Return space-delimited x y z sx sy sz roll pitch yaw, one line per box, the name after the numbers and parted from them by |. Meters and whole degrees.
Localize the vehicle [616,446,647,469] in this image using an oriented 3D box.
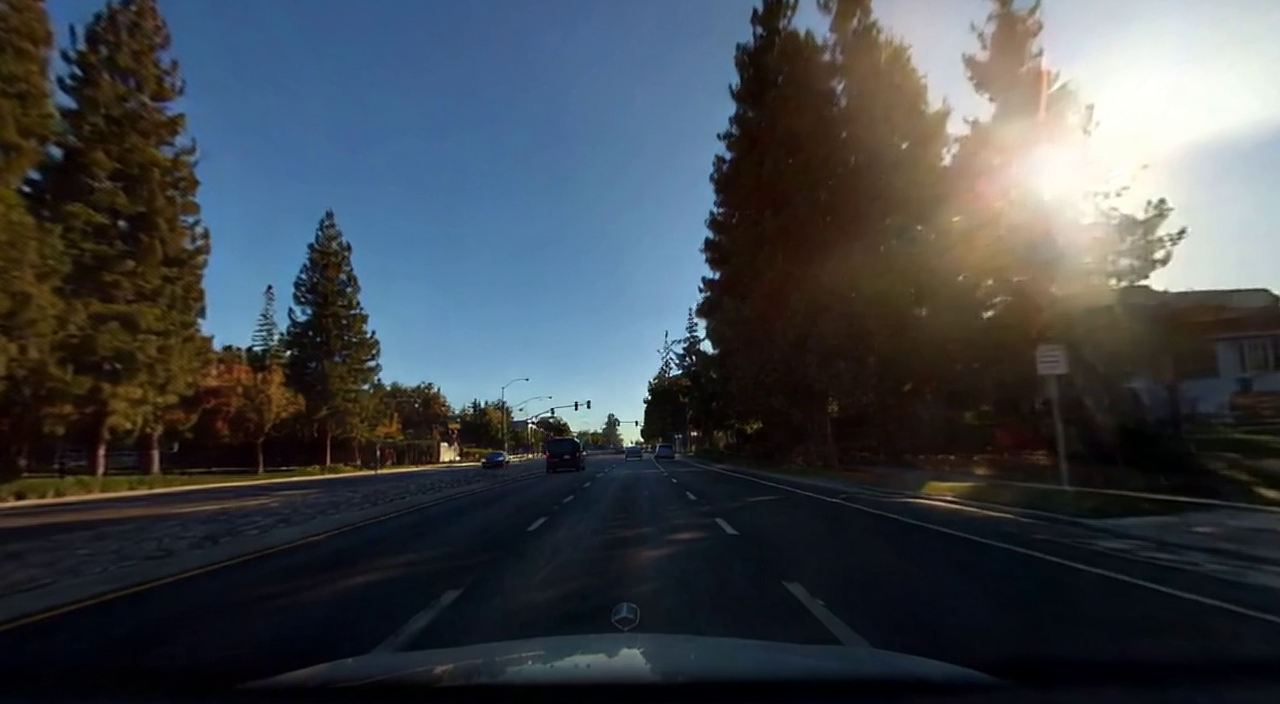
-0.610 7.183 43.089 2.039 1.455 3.826 0 -9 -1 | vehicle

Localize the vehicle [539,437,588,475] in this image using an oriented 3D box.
-4.074 5.622 34.356 2.075 1.863 4.744 0 -9 0 | vehicle
